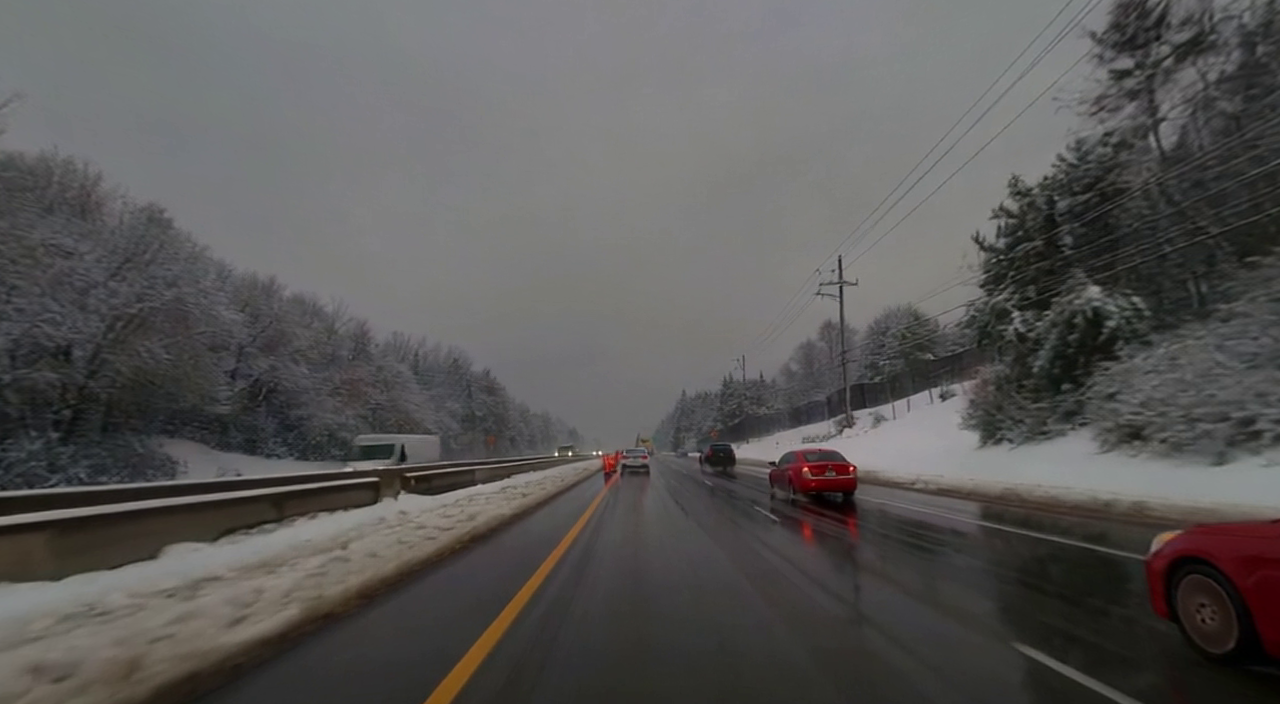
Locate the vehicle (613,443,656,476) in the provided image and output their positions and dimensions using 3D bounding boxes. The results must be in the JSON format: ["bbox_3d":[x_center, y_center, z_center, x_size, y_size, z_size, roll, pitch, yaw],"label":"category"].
[{"bbox_3d":[-0.244,5.482,32.471,2.096,1.583,4.150,0,-8,1],"label":"vehicle"}]

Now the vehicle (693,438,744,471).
[{"bbox_3d":[4.929,6.557,40.492,2.559,1.943,5.610,0,-8,1],"label":"vehicle"}]

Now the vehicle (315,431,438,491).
[{"bbox_3d":[-8.758,3.658,21.535,2.066,1.811,4.683,0,-8,2],"label":"vehicle"}]

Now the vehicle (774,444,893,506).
[{"bbox_3d":[4.920,3.166,16.688,1.881,1.409,4.016,0,-8,0],"label":"vehicle"}]

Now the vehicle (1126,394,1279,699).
[{"bbox_3d":[4.320,0.820,1.964,1.997,1.568,4.529,0,-8,0],"label":"vehicle"}]
